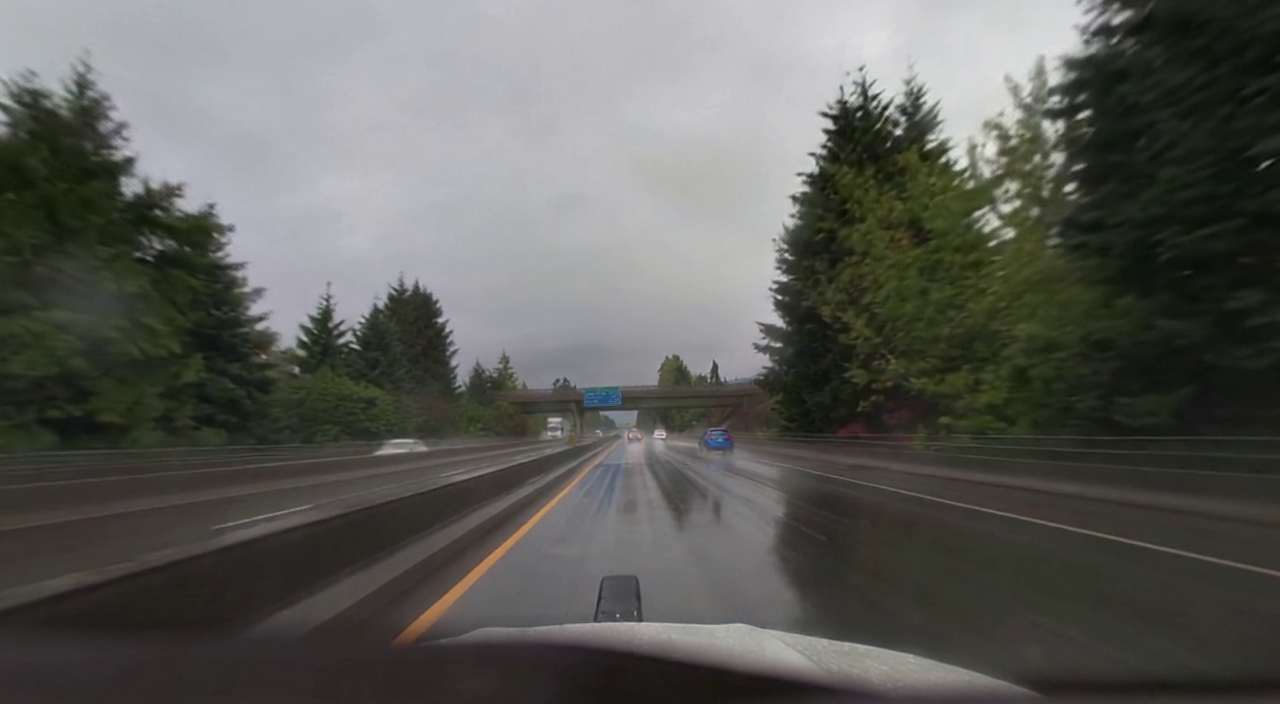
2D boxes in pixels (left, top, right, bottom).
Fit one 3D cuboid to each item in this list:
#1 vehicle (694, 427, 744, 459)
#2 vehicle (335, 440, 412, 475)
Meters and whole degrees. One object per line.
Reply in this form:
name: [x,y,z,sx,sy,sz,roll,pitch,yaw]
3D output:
vehicle: [4.294,4.982,34.741,2.073,1.651,4.065,0,-8,-2]
vehicle: [-12.586,4.964,30.073,1.852,1.492,4.463,0,-8,-1]
